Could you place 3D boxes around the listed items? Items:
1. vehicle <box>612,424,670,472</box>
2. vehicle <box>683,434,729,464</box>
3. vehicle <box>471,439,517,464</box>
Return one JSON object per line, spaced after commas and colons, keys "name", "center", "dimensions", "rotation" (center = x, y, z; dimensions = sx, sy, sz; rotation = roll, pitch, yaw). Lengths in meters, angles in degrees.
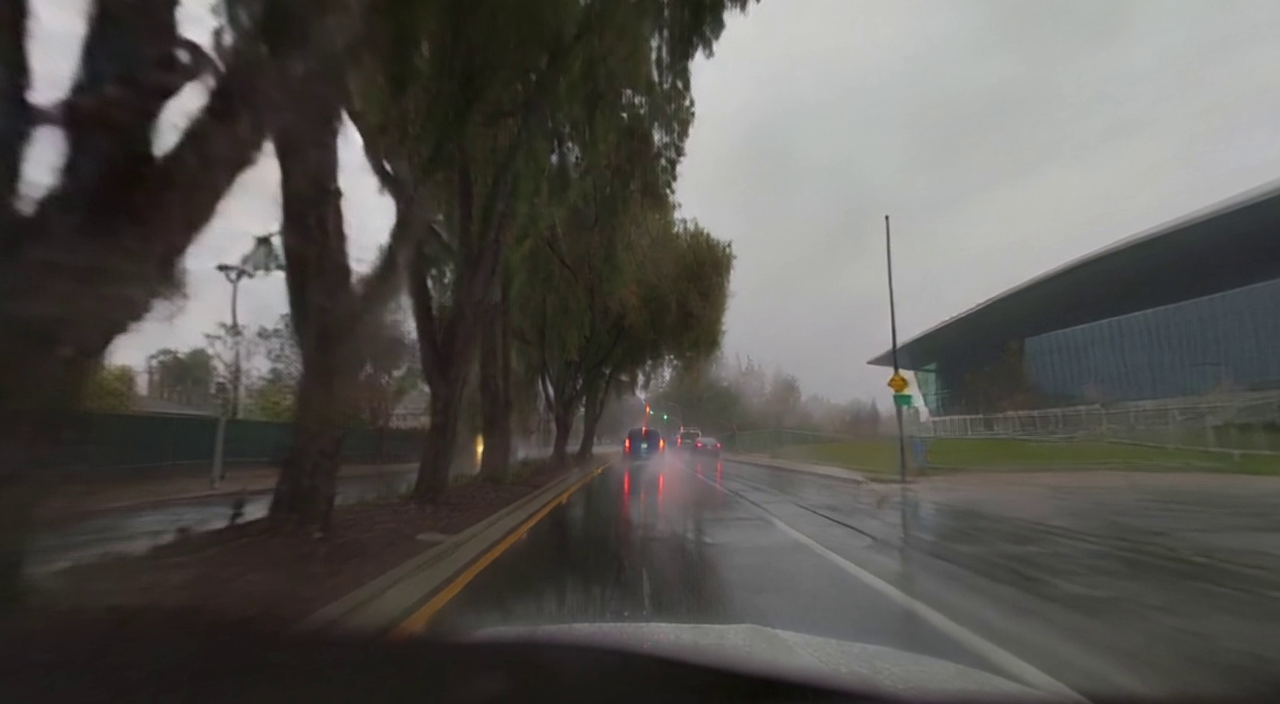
{"name": "vehicle", "center": [0.073, 4.267, 28.140], "dimensions": [2.386, 1.947, 4.168], "rotation": [0, -8, 1]}
{"name": "vehicle", "center": [3.856, 5.802, 37.782], "dimensions": [2.138, 1.699, 4.852], "rotation": [0, -8, -1]}
{"name": "vehicle", "center": [-9.431, 6.455, 41.030], "dimensions": [2.028, 1.502, 4.646], "rotation": [0, -8, -2]}
